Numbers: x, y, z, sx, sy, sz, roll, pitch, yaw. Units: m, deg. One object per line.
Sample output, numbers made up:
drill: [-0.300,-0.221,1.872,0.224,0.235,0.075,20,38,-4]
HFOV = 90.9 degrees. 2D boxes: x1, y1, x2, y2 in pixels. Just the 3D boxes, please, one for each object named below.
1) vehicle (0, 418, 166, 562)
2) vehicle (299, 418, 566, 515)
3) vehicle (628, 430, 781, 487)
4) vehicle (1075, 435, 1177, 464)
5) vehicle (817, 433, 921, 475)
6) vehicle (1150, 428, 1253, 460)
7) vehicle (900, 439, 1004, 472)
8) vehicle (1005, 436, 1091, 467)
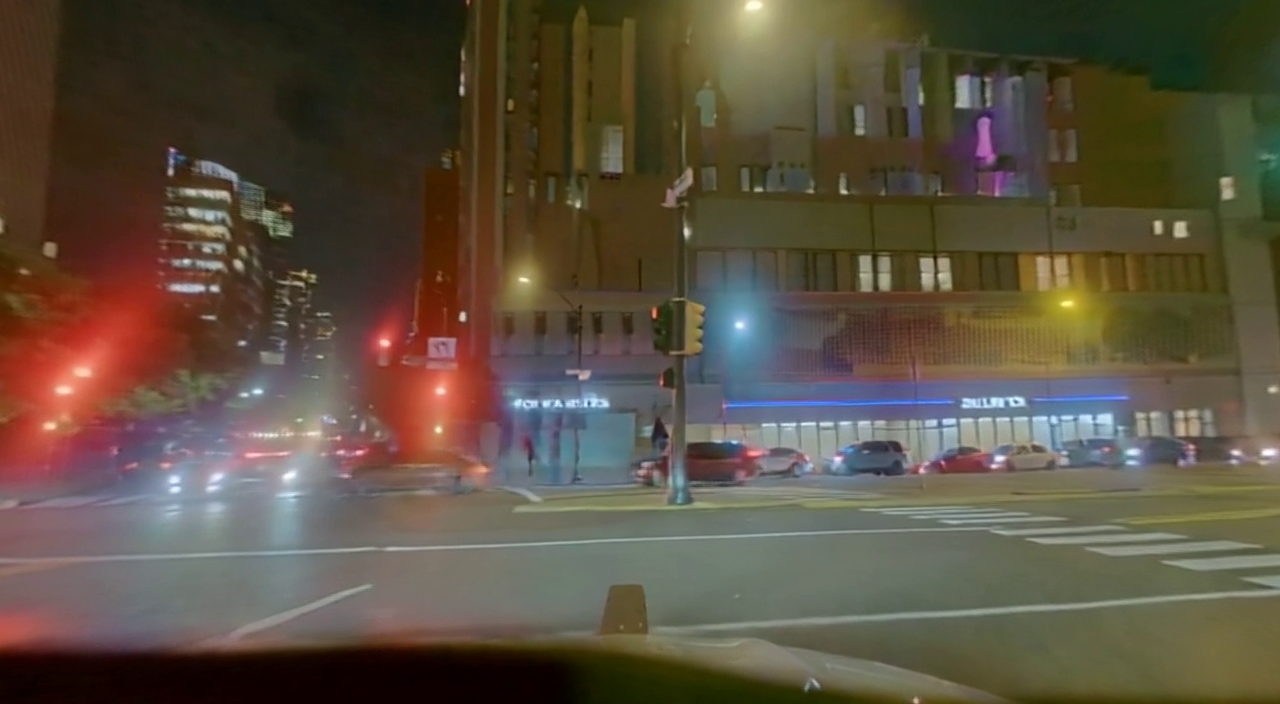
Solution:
vehicle: [-7.467,1.357,6.091,1.818,1.439,4.371,-2,-9,13]
vehicle: [-4.067,2.250,12.862,4.749,1.624,1.926,6,-10,-36]
vehicle: [1.949,3.237,19.461,4.291,1.606,1.859,2,-9,-16]
vehicle: [26.140,5.244,33.933,4.494,1.481,1.783,2,-9,-13]
vehicle: [11.039,4.912,30.547,4.289,1.875,1.963,2,-9,-14]
vehicle: [31.335,5.156,35.218,4.502,1.696,1.884,2,-9,-13]
vehicle: [15.518,5.130,31.470,4.418,1.556,1.814,2,-9,-14]
vehicle: [21.358,5.217,33.054,3.522,1.546,1.721,2,-9,-13]
